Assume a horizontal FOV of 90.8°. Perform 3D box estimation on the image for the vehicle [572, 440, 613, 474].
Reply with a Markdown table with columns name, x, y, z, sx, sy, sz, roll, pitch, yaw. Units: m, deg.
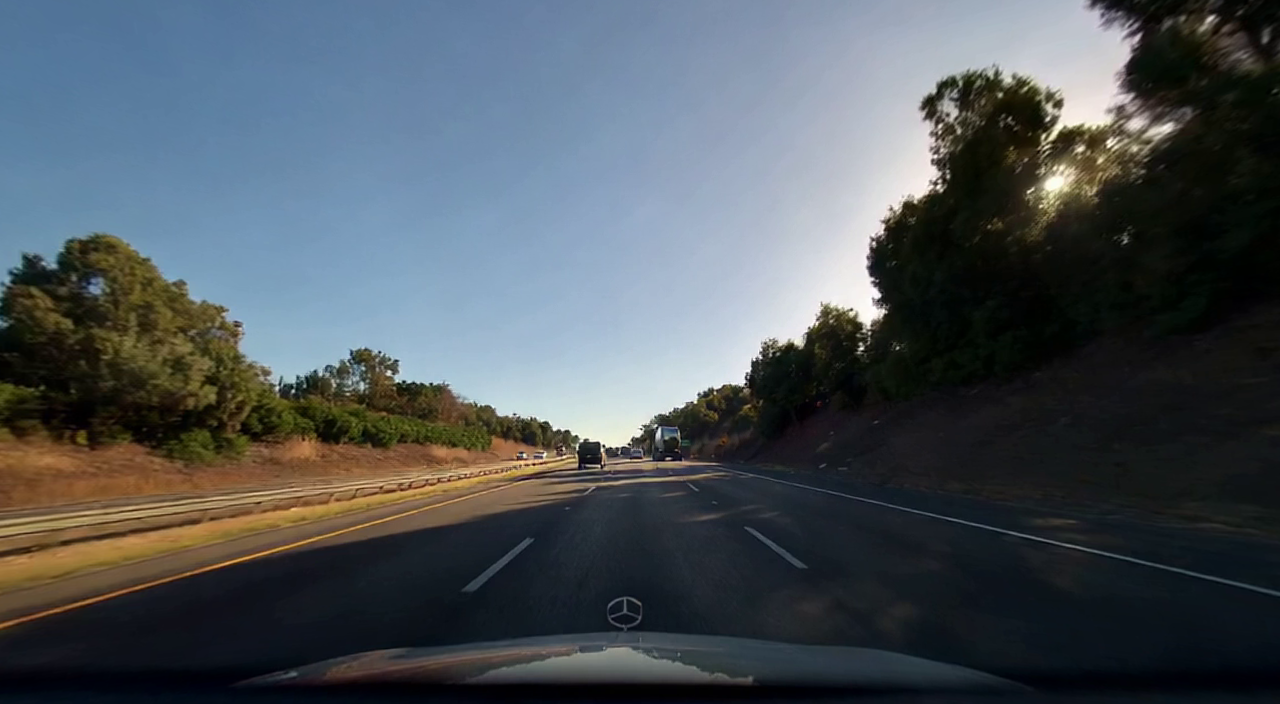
| name | x | y | z | sx | sy | sz | roll | pitch | yaw |
| --- | --- | --- | --- | --- | --- | --- | --- | --- | --- |
| vehicle | -2.912 | 6.564 | 39.649 | 2.190 | 1.949 | 4.883 | -1 | -9 | 0 |
